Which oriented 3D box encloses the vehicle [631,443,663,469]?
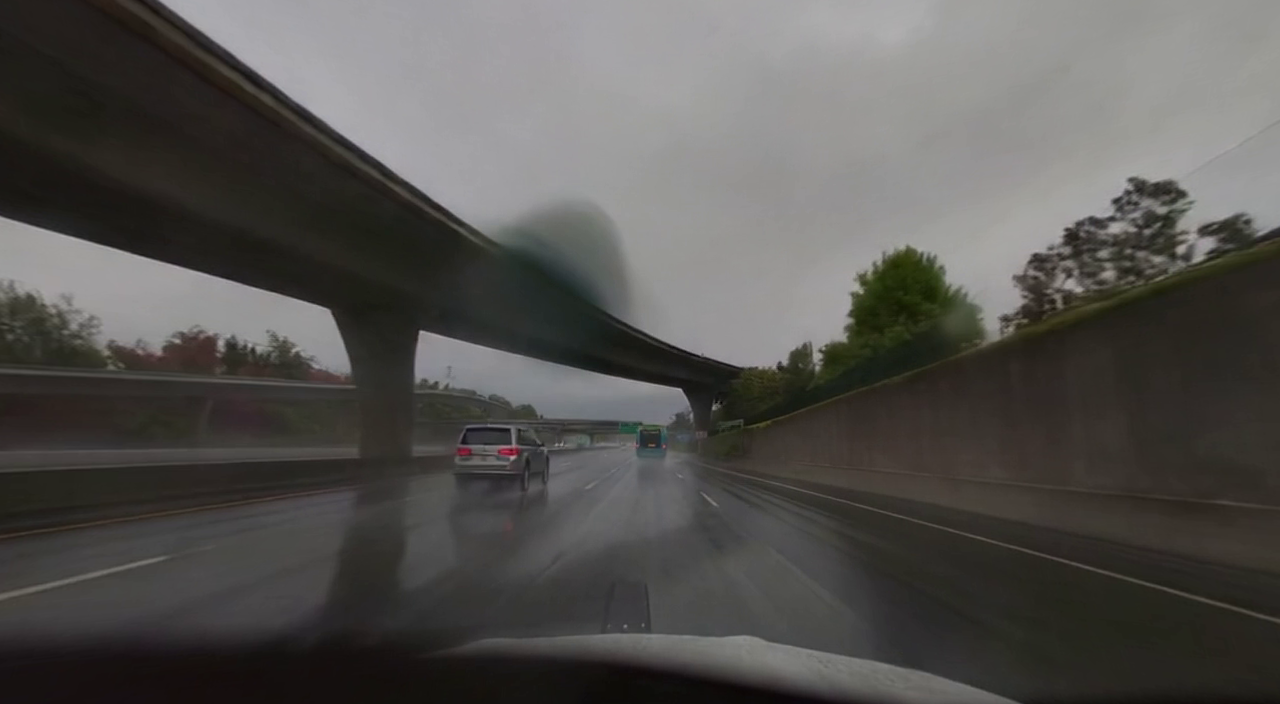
[{"bbox_3d":[0.467,7.135,43.481,2.052,1.711,4.223,0,-9,0],"label":"vehicle"}]

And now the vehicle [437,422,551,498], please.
[{"bbox_3d":[-4.076,3.132,18.560,2.147,1.918,4.834,0,-9,1],"label":"vehicle"}]
